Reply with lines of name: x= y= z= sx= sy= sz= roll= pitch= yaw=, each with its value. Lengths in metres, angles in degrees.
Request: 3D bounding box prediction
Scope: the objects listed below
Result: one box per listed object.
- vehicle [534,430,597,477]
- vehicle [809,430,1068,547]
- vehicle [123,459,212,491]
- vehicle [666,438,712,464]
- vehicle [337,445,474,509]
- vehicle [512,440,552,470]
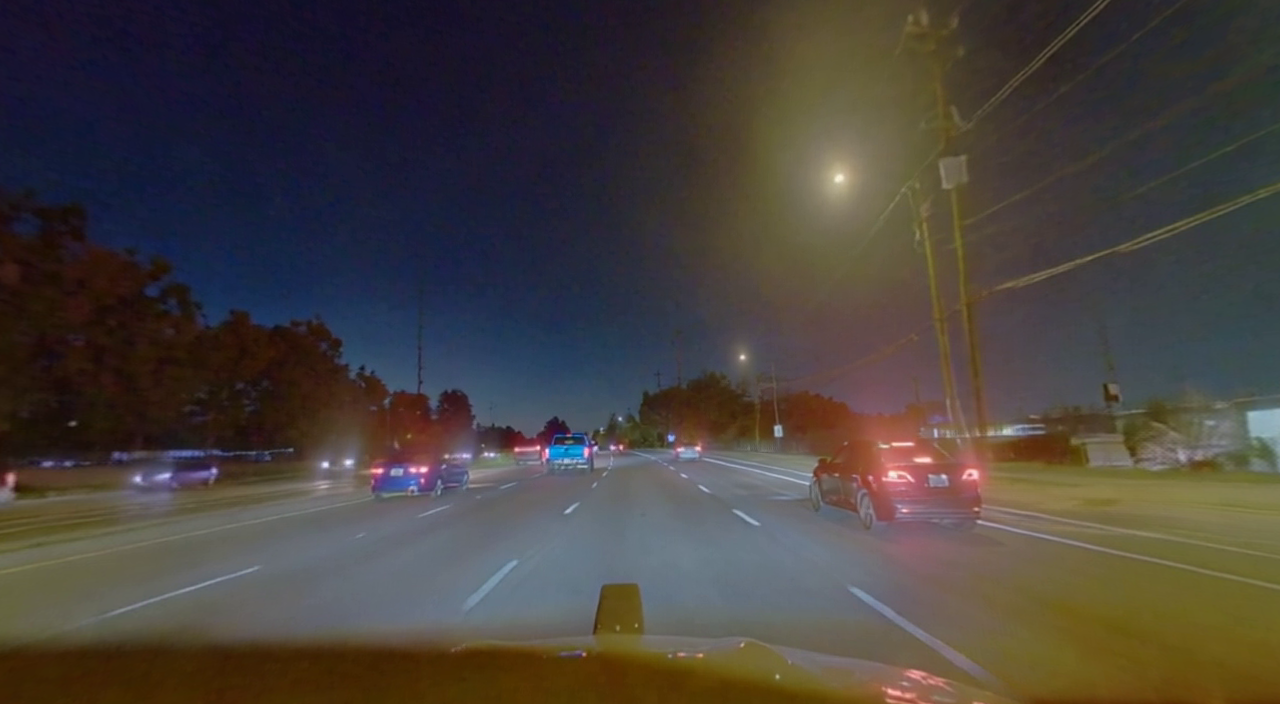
vehicle: x=-3.438 y=4.840 z=30.367 sx=2.467 sy=1.991 sz=6.089 roll=0 pitch=-8 yaw=-2
vehicle: x=4.348 y=2.039 z=10.220 sx=1.840 sy=1.428 sz=4.602 roll=0 pitch=-8 yaw=-1
vehicle: x=-28.778 y=7.497 z=38.674 sx=1.911 sy=1.701 sz=4.473 roll=-1 pitch=-8 yaw=0
vehicle: x=2.850 y=5.922 z=37.911 sx=2.071 sy=1.435 sz=4.226 roll=0 pitch=-8 yaw=-5
vehicle: x=-6.298 y=3.378 z=17.674 sx=2.035 sy=1.497 sz=4.723 roll=-1 pitch=-8 yaw=0
vehicle: x=-7.440 y=7.176 z=43.866 sx=2.169 sy=1.865 sz=4.739 roll=3 pitch=-11 yaw=-3
